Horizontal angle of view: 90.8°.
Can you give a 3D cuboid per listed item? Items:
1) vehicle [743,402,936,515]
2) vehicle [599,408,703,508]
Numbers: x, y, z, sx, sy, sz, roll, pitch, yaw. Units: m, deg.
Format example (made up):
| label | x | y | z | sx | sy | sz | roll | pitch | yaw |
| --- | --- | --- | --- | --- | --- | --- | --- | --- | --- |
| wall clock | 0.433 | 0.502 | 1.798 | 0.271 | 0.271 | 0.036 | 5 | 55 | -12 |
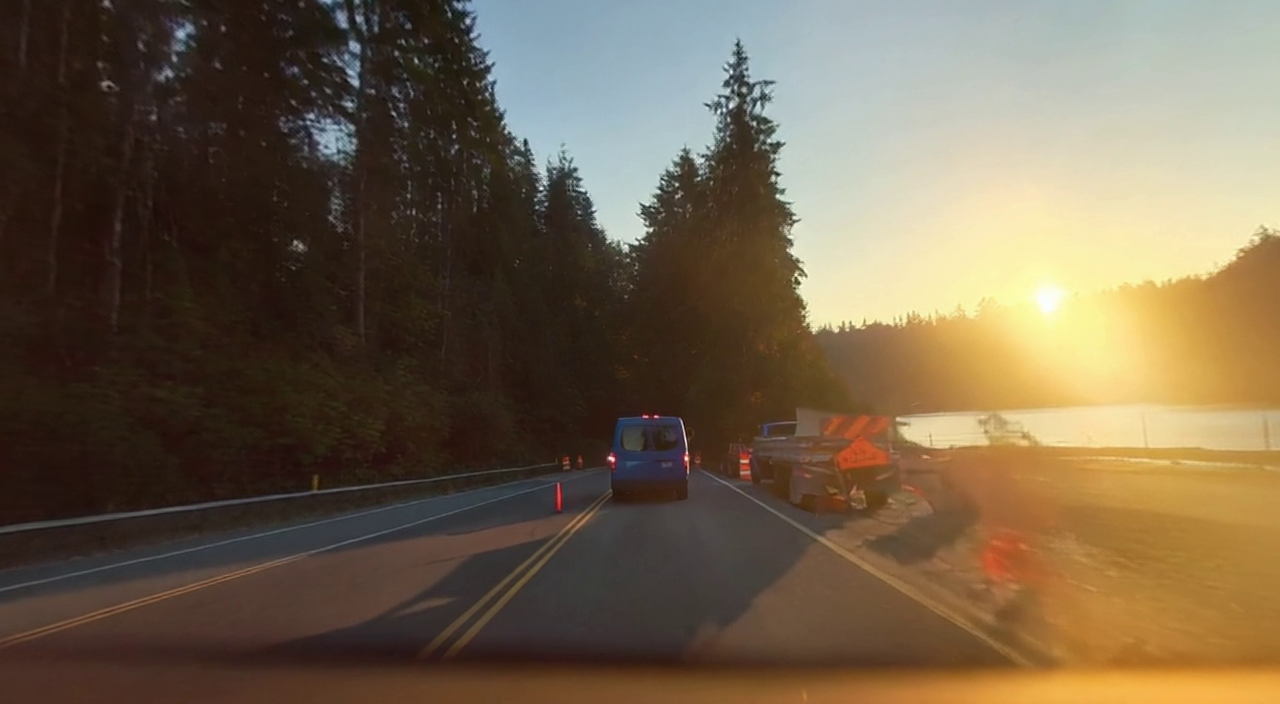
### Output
| label | x | y | z | sx | sy | sz | roll | pitch | yaw |
| --- | --- | --- | --- | --- | --- | --- | --- | --- | --- |
| vehicle | 4.259 | 2.517 | 15.440 | 2.833 | 2.033 | 7.668 | -1 | -9 | 5 |
| vehicle | 0.459 | 2.782 | 16.966 | 2.362 | 2.247 | 4.892 | -1 | -9 | 5 |
